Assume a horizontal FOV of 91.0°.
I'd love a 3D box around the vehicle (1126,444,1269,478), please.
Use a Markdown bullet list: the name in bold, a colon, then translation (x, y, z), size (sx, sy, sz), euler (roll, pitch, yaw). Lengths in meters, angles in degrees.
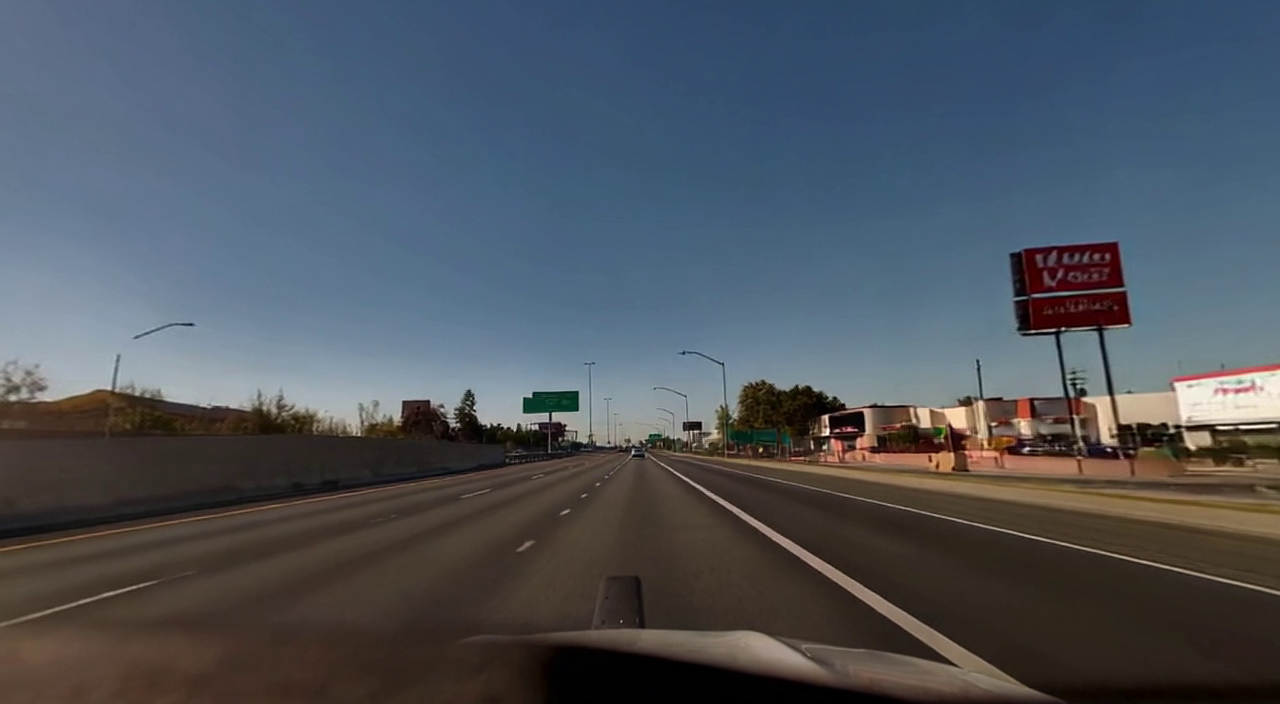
- **vehicle**: translation (40.294, 7.917, 45.712), size (7.313, 2.332, 2.770), euler (-1, -9, 6)
